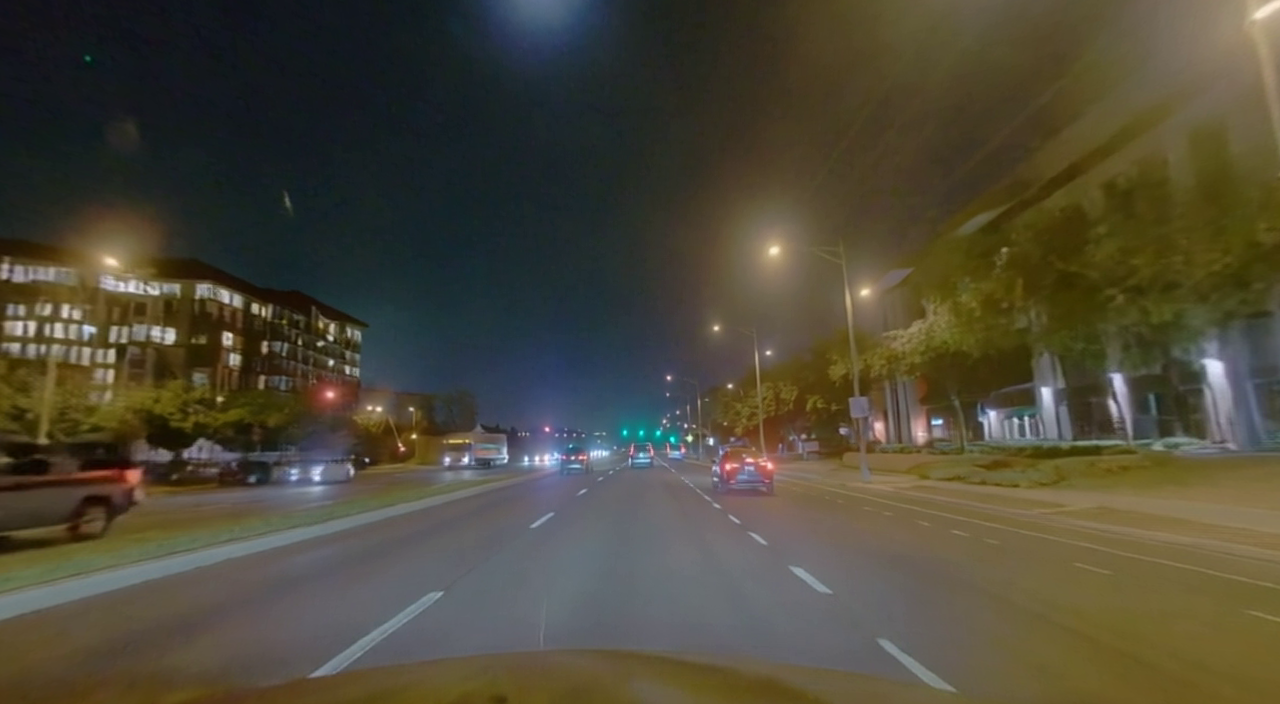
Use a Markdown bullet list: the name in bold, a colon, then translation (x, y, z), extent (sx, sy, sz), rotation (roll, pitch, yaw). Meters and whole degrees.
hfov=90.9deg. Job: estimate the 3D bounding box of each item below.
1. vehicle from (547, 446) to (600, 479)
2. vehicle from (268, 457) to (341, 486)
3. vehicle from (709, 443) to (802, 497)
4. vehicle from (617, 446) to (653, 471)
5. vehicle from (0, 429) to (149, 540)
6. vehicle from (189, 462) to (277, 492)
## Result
- **vehicle**: translation (-3.155, 5.358, 30.849), extent (2.082, 1.467, 4.379), rotation (0, -9, 0)
- **vehicle**: translation (-19.061, 6.785, 36.048), extent (1.924, 1.493, 4.006), rotation (0, -9, 0)
- **vehicle**: translation (3.475, 3.640, 19.931), extent (1.990, 1.486, 4.431), rotation (0, -9, -2)
- **vehicle**: translation (-0.320, 6.676, 39.696), extent (2.101, 1.480, 3.929), rotation (0, -9, -1)
- **vehicle**: translation (-12.422, 2.397, 11.441), extent (2.296, 1.941, 5.816), rotation (-1, -9, 0)
- **vehicle**: translation (-22.565, 6.928, 35.193), extent (1.801, 1.467, 4.723), rotation (0, -9, 0)
